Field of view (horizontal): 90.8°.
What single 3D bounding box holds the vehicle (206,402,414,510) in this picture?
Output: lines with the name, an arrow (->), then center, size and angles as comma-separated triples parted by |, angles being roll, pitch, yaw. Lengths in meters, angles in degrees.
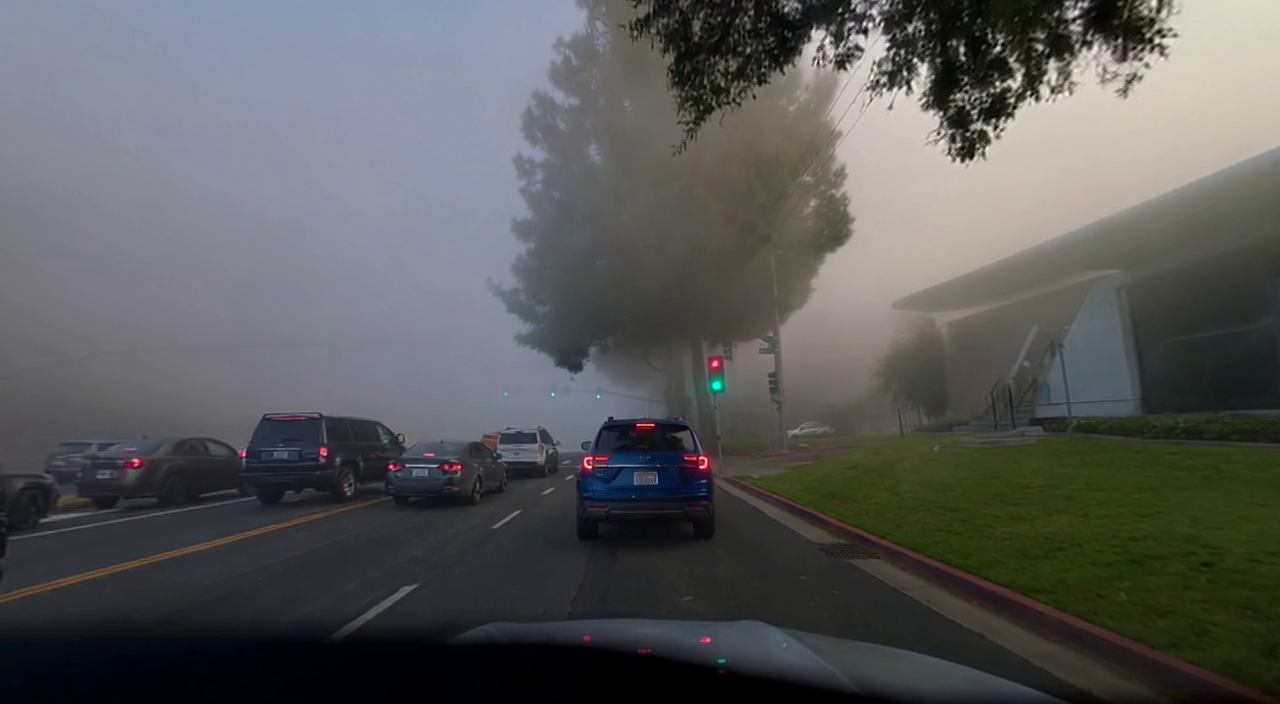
vehicle -> -7.387, 2.429, 15.013 | 2.195, 2.093, 5.185 | 0, -9, -1

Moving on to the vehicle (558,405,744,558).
vehicle -> 0.101, 1.760, 9.206 | 2.055, 1.681, 4.270 | 0, -9, -1

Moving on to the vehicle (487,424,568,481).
vehicle -> -3.918, 3.611, 22.780 | 2.043, 1.813, 4.549 | 0, -9, 0

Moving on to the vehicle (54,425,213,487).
vehicle -> -17.674, 3.655, 22.395 | 2.136, 1.976, 4.342 | 0, -9, -3

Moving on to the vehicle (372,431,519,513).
vehicle -> -4.080, 2.587, 14.083 | 1.942, 1.523, 4.212 | 0, -9, 0
